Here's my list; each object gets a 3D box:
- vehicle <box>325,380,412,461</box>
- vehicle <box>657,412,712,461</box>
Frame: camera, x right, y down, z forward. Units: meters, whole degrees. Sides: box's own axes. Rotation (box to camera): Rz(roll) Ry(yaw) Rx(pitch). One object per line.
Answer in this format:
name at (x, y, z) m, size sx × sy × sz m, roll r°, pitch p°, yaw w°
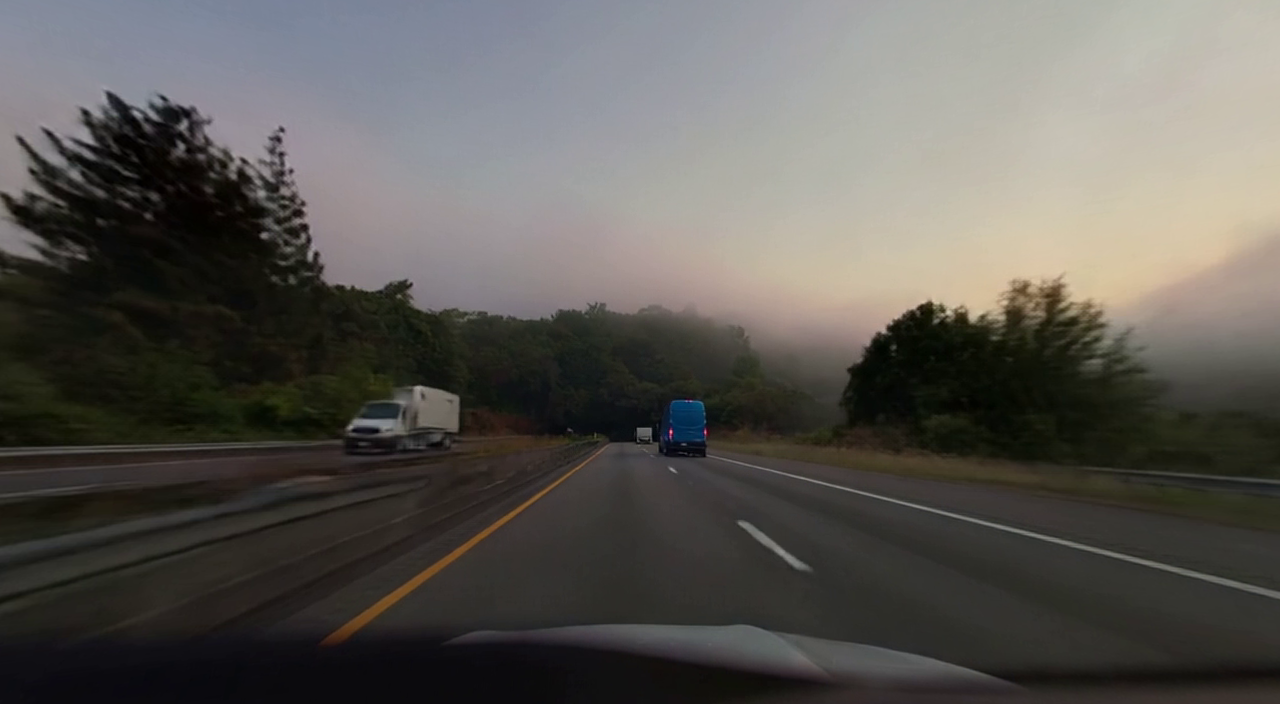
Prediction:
vehicle at (-13.782, 3.521, 32.229) m, size 2.973 × 3.886 × 2.899 m, roll 0°, pitch -8°, yaw 0°
vehicle at (2.480, 4.961, 37.043) m, size 2.570 × 2.596 × 6.082 m, roll 0°, pitch -8°, yaw -2°
